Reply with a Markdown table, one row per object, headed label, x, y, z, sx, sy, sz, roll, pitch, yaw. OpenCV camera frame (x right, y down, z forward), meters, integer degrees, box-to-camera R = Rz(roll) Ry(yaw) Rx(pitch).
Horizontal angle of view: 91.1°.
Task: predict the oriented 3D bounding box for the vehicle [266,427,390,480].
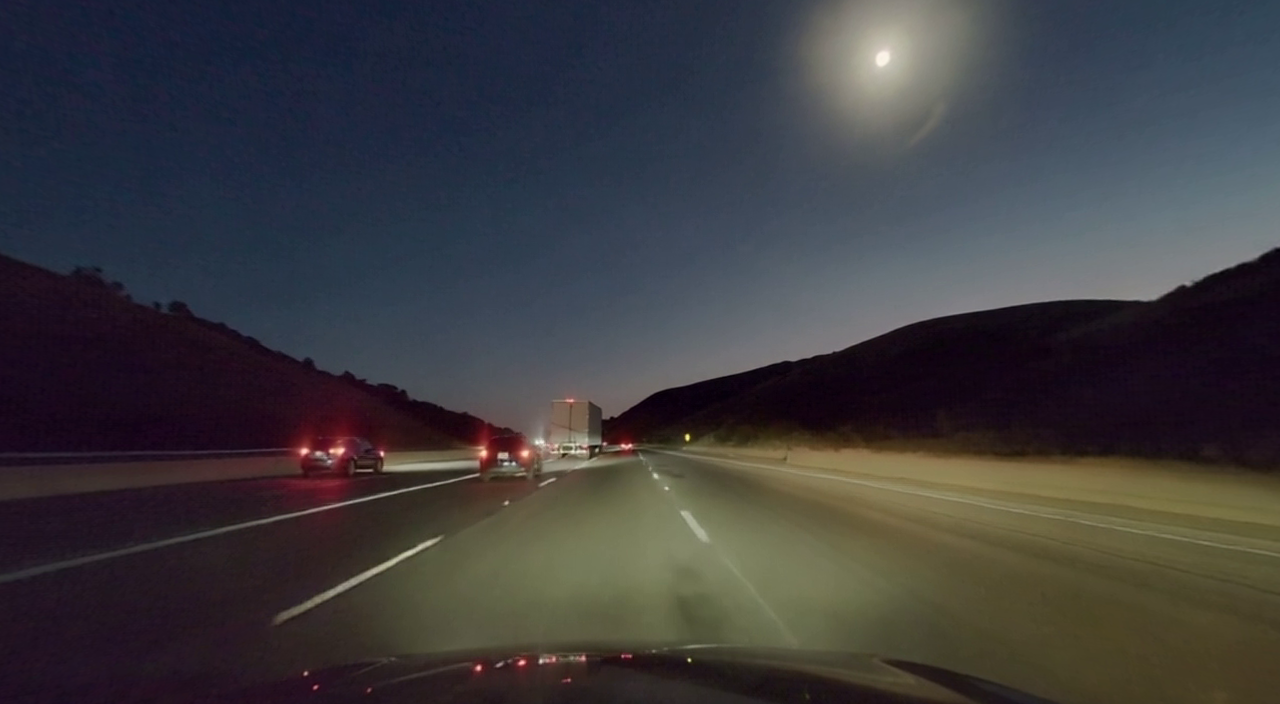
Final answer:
| label | x | y | z | sx | sy | sz | roll | pitch | yaw |
| --- | --- | --- | --- | --- | --- | --- | --- | --- | --- |
| vehicle | -12.044 | 3.974 | 24.817 | 2.130 | 1.828 | 5.523 | 0 | -8 | -1 |

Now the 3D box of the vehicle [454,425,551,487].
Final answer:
| label | x | y | z | sx | sy | sz | roll | pitch | yaw |
| --- | --- | --- | --- | --- | --- | --- | --- | --- | --- |
| vehicle | -4.193 | 3.268 | 19.967 | 2.099 | 1.734 | 4.413 | 0 | -8 | 0 |

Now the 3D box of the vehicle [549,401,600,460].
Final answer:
| label | x | y | z | sx | sy | sz | roll | pitch | yaw |
| --- | --- | --- | --- | --- | --- | --- | --- | --- | --- |
| vehicle | -4.699 | 6.053 | 47.486 | 2.981 | 3.860 | 11.022 | 0 | -8 | -2 |
